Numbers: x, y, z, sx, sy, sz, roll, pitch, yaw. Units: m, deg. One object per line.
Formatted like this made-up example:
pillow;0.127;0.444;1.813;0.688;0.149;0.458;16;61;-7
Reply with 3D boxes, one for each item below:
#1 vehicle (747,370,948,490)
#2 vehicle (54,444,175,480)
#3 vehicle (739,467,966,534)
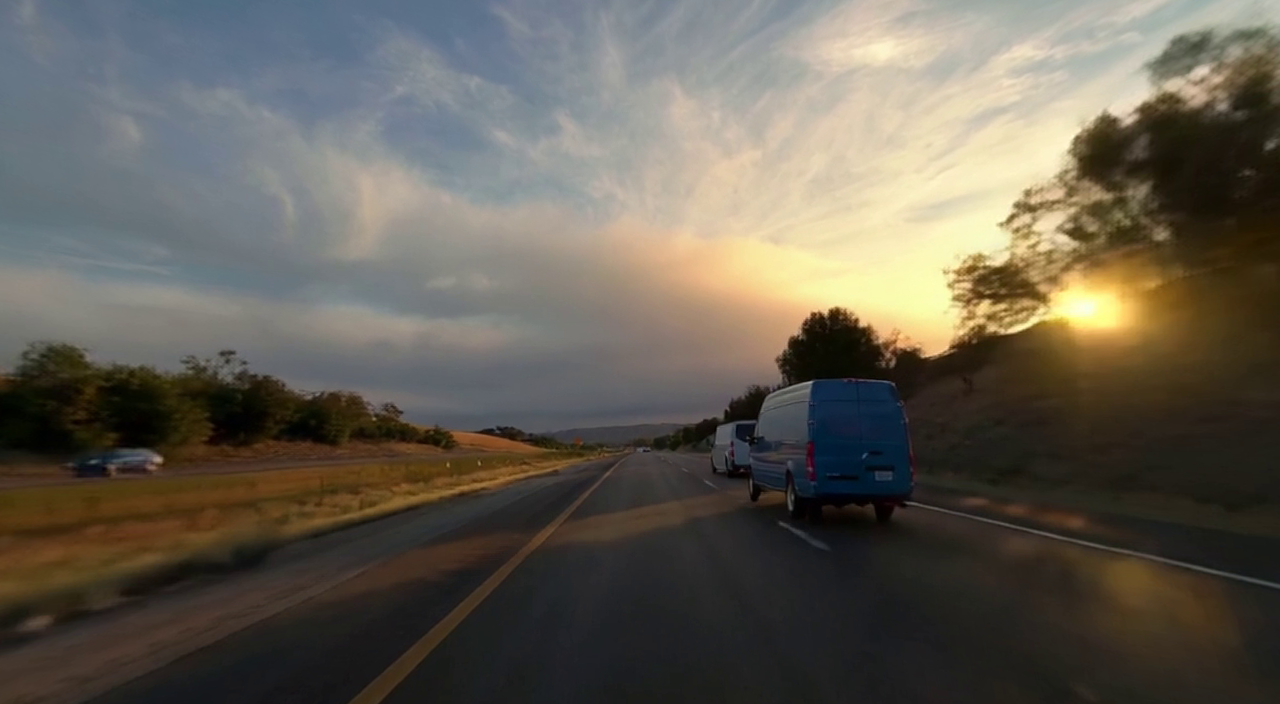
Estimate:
vehicle;4.062;1.751;13.757;2.444;2.053;5.616;0;-8;0
vehicle;-32.732;6.847;39.612;2.429;2.024;5.989;0;-8;0
vehicle;4.008;3.032;13.586;2.702;0.824;6.391;0;-8;0
